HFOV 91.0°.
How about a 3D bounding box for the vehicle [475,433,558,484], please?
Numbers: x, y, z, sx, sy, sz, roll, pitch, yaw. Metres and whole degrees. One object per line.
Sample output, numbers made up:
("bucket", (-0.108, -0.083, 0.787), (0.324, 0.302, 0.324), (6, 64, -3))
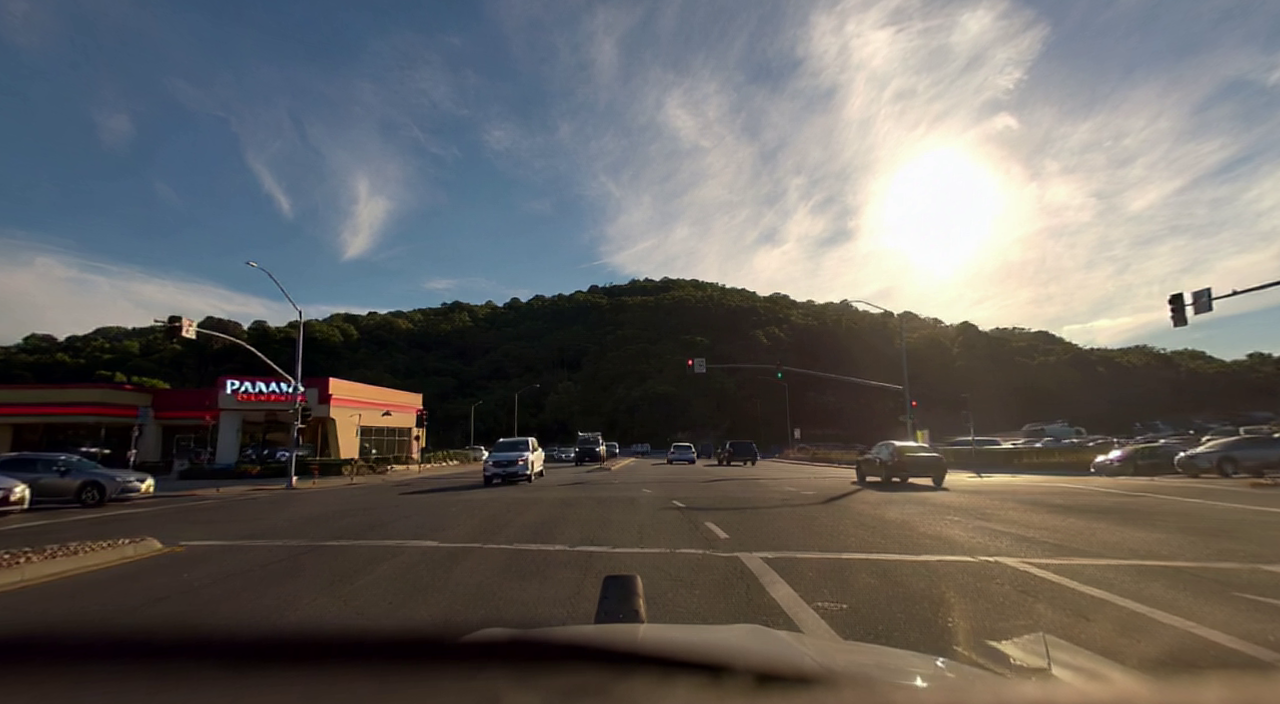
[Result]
("vehicle", (-4.635, 4.068, 24.373), (2.199, 1.745, 4.669), (0, -8, 1))

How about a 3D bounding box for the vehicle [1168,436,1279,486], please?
("vehicle", (25.046, 4.499, 26.076), (4.546, 1.944, 2.051), (1, -9, -5))

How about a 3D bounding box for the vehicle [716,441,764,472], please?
("vehicle", (5.557, 5.853, 35.422), (1.855, 1.622, 4.167), (0, -8, -2))

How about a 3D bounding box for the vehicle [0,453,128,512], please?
("vehicle", (-19.801, 4.188, 20.478), (4.440, 1.748, 2.033), (0, -9, 1))

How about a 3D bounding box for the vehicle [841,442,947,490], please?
("vehicle", (9.139, 4.117, 23.104), (1.911, 1.594, 4.378), (0, -9, -2))
